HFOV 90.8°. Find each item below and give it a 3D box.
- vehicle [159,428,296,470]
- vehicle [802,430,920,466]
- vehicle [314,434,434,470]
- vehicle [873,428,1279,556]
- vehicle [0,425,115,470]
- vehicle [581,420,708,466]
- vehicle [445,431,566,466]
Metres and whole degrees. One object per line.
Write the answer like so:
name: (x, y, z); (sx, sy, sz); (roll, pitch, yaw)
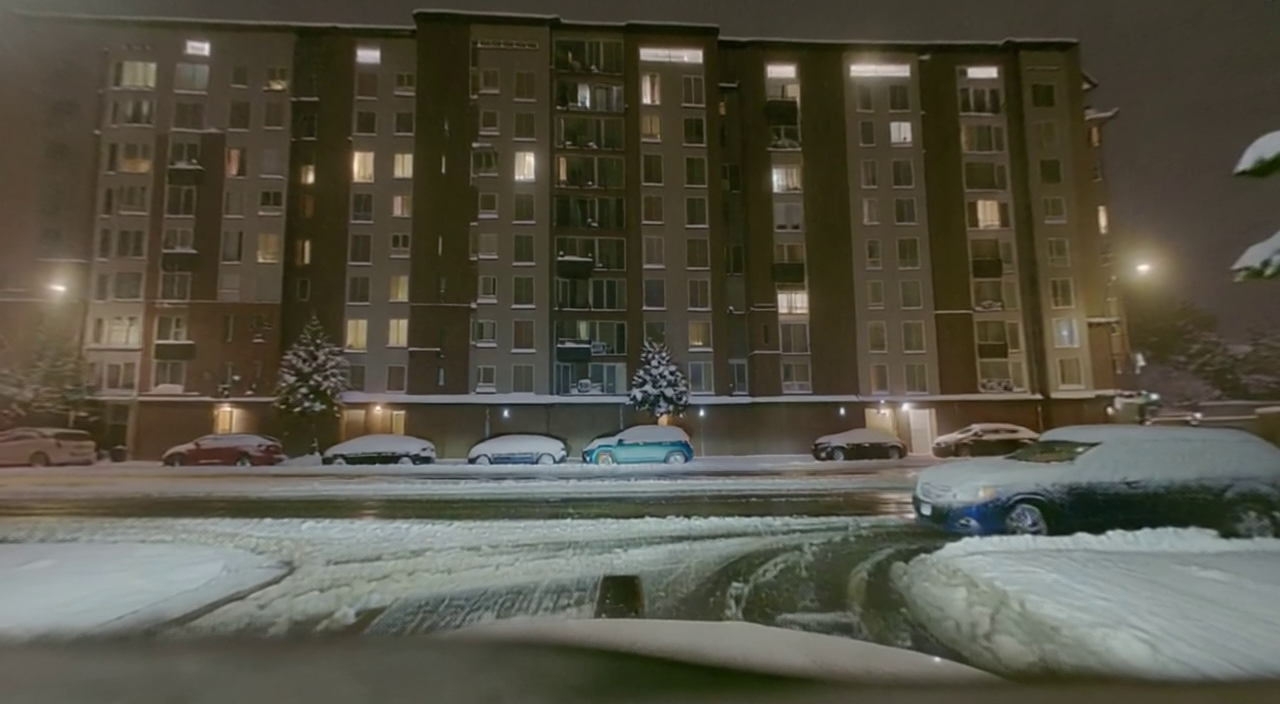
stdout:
vehicle: (-17.443, 4.094, 26.883); (4.426, 1.641, 1.889); (0, -8, -4)
vehicle: (9.568, 4.156, 27.557); (4.521, 1.411, 1.726); (0, -6, -3)
vehicle: (-11.305, 4.257, 27.117); (4.336, 1.438, 1.776); (0, -7, -3)
vehicle: (5.936, 1.817, 8.647); (4.714, 1.471, 1.978); (-1, -6, 2)
vehicle: (-25.805, 3.978, 26.455); (5.593, 1.781, 2.163); (0, -8, -3)
vehicle: (0.138, 3.953, 27.400); (5.299, 1.860, 2.098); (0, -9, -4)
vehicle: (-5.686, 4.166, 27.226); (4.851, 1.339, 1.785); (-1, -10, -2)
